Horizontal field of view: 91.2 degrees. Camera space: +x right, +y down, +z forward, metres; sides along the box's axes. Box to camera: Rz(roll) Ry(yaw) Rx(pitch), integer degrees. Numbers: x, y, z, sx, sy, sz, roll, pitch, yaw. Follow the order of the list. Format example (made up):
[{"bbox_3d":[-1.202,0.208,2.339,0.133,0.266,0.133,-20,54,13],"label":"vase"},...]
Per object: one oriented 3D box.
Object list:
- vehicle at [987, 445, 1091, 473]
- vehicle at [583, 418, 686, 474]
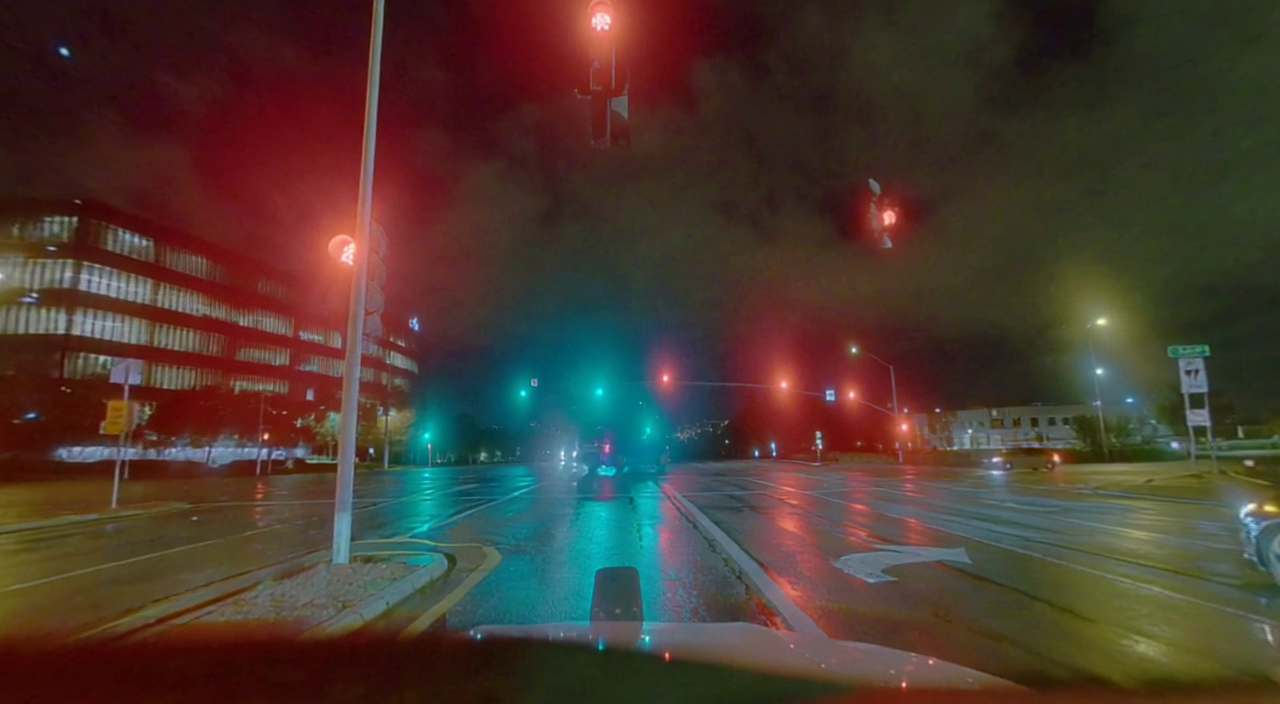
[{"bbox_3d":[23.271,6.265,36.708,4.736,1.542,1.966,0,-9,-2],"label":"vehicle"},{"bbox_3d":[-0.178,5.798,38.703,2.678,3.096,7.088,-7,-11,35],"label":"vehicle"}]
